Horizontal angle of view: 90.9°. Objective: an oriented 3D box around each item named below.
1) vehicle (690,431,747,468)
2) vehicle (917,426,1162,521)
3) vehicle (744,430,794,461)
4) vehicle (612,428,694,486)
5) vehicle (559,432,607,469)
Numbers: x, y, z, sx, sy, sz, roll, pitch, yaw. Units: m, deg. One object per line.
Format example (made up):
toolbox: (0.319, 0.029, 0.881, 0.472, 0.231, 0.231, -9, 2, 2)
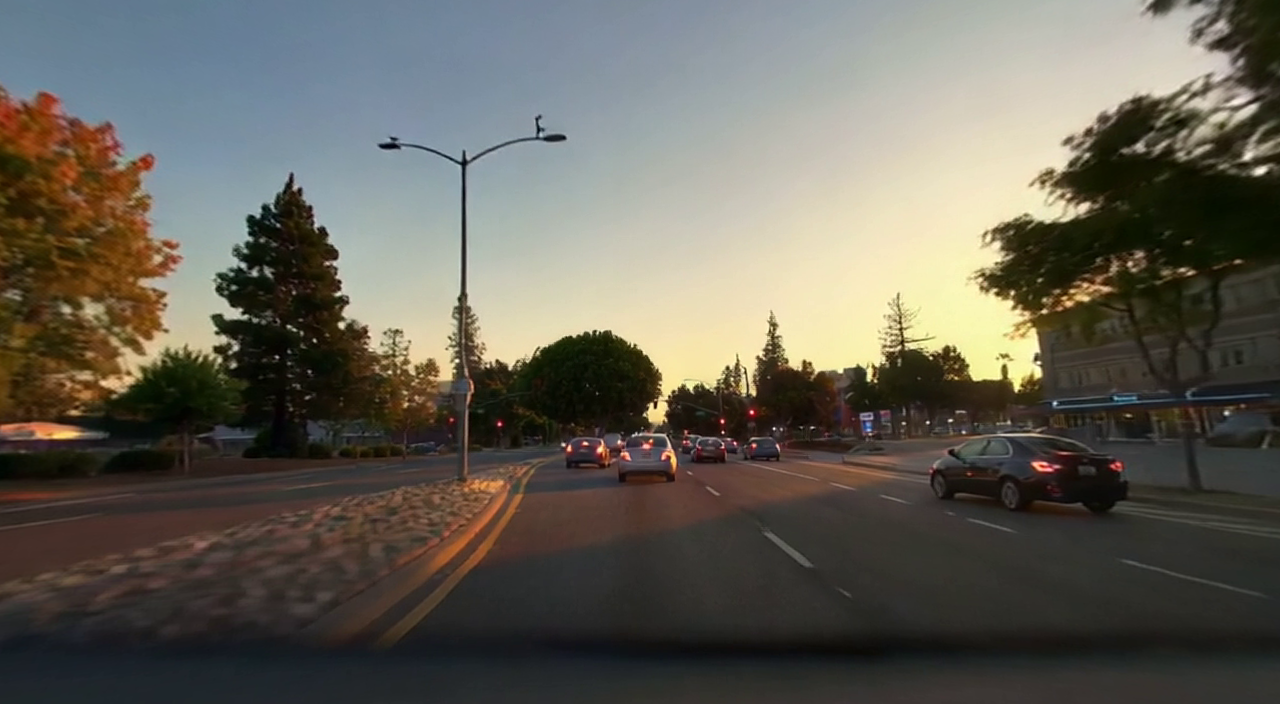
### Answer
vehicle: (3.521, 4.449, 28.941, 1.988, 1.528, 4.144, 0, -8, -1)
vehicle: (7.355, 2.256, 12.303, 1.892, 1.515, 4.400, 0, -8, 0)
vehicle: (7.588, 5.554, 37.517, 2.044, 1.701, 4.397, 0, -8, 0)
vehicle: (0.370, 2.987, 18.175, 2.096, 1.473, 3.893, 0, -8, 1)
vehicle: (-2.457, 4.318, 27.890, 1.938, 1.472, 4.399, 0, -8, -3)
